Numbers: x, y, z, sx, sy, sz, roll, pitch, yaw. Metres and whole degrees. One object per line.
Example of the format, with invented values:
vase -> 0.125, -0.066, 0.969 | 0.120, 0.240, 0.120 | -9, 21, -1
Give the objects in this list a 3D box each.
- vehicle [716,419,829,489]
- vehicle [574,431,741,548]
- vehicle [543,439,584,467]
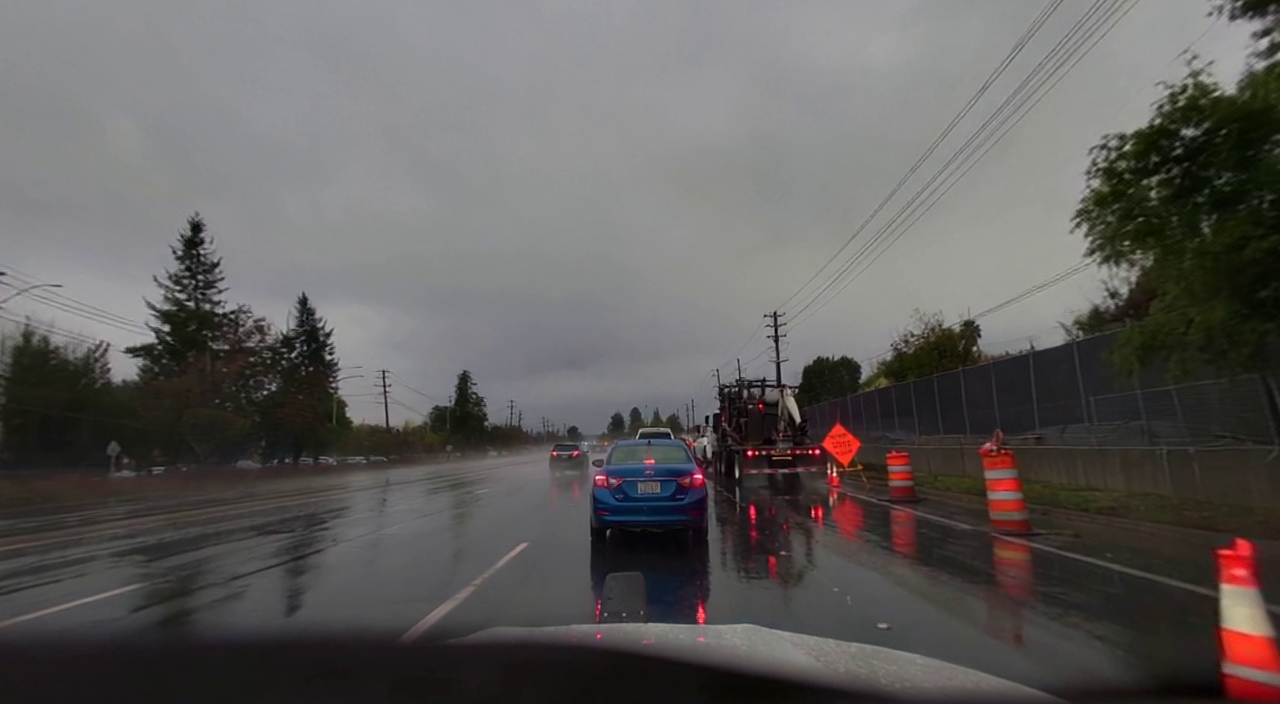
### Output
vehicle -> 4.225, 3.429, 21.425 | 2.555, 2.017, 6.201 | 0, -8, 1
vehicle -> 0.232, 2.077, 10.222 | 2.128, 1.473, 4.272 | 0, -8, 0
vehicle -> -4.993, 6.641, 41.763 | 1.963, 1.721, 4.467 | -1, -8, 3
